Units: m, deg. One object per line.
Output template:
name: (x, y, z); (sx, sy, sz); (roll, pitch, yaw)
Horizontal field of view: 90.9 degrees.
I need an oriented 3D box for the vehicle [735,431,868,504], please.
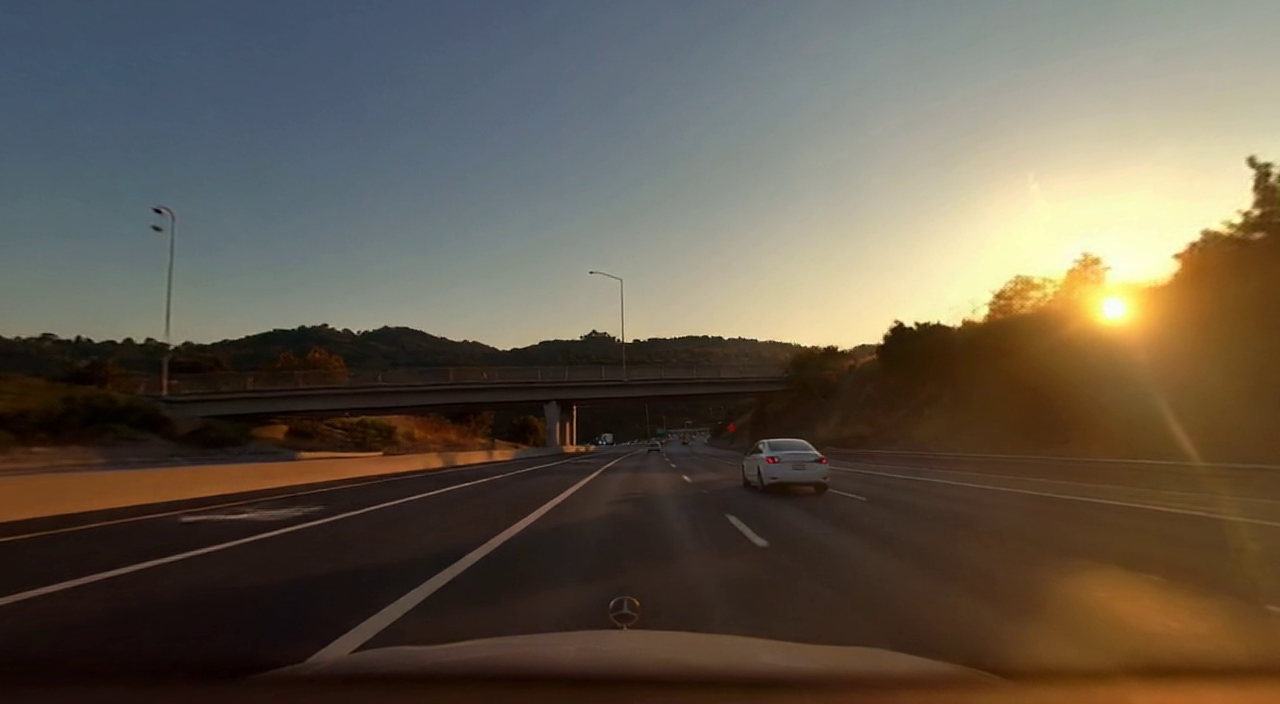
vehicle: (3.701, 2.737, 15.429); (1.999, 1.492, 4.673); (0, -8, 0)
